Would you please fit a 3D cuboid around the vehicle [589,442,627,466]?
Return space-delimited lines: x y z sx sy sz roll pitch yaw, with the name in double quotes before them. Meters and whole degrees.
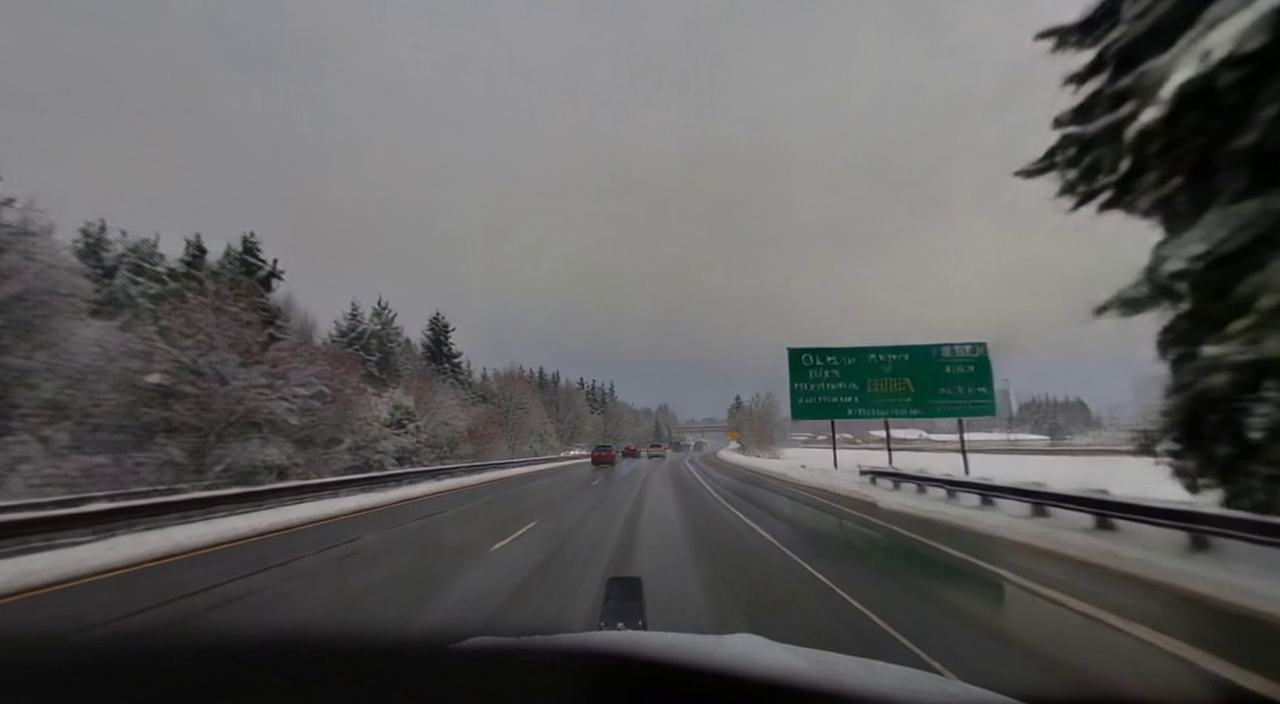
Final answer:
"vehicle" -2.061 6.682 41.461 1.985 1.518 3.847 -1 -8 4

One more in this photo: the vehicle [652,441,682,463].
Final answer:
"vehicle" 2.014 7.389 46.474 2.077 1.533 3.854 0 -8 3
